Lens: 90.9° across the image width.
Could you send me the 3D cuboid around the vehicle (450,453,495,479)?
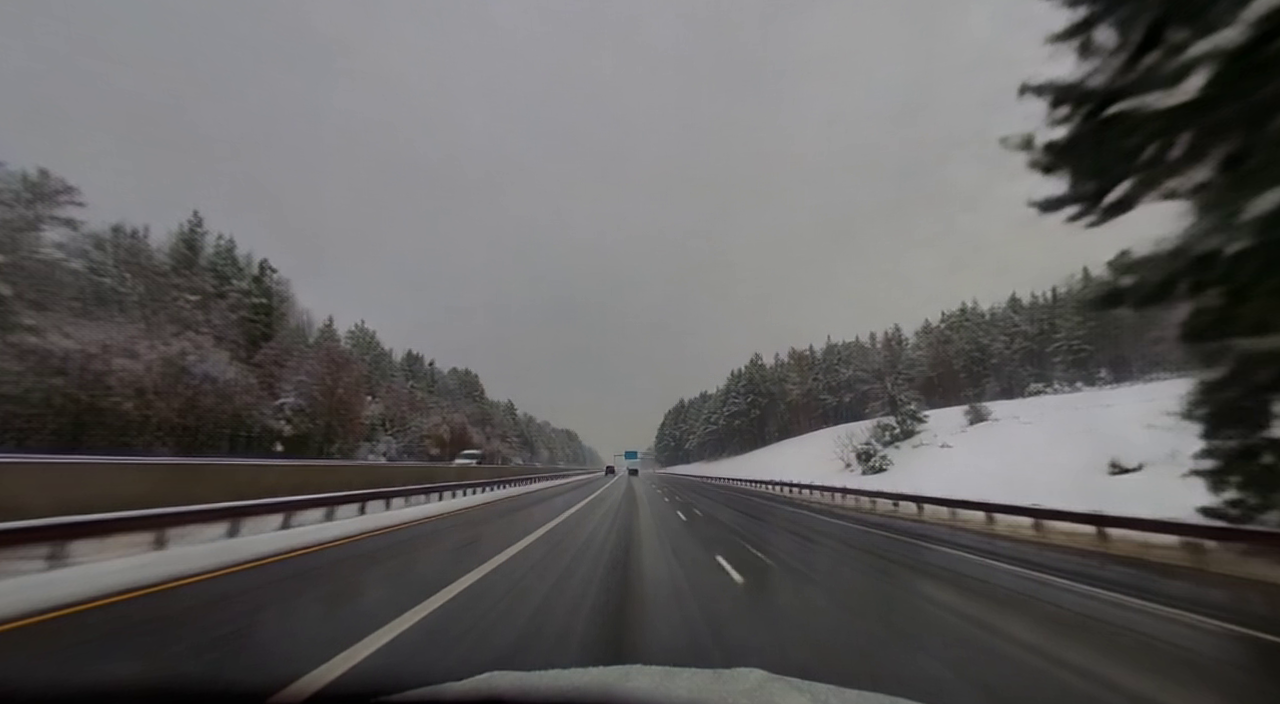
[{"bbox_3d":[-12.923,8.837,48.835,2.148,1.890,4.919,1,-10,-1],"label":"vehicle"}]
